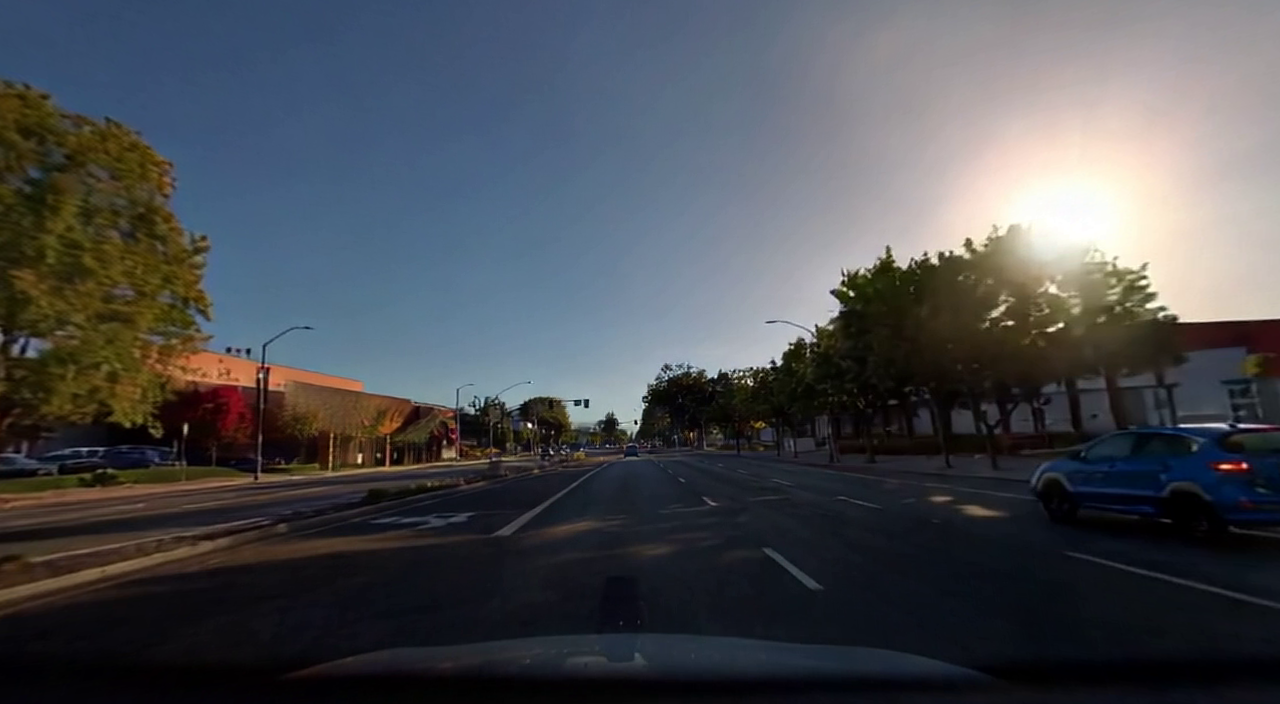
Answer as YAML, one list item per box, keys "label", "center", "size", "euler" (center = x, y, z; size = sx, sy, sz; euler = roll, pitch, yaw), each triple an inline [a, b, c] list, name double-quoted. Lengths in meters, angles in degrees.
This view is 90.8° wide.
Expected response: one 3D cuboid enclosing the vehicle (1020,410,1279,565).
- label: "vehicle"
  center: [7.684, 1.751, 8.892]
  size: [1.918, 1.632, 4.368]
  euler: [0, -8, 0]
